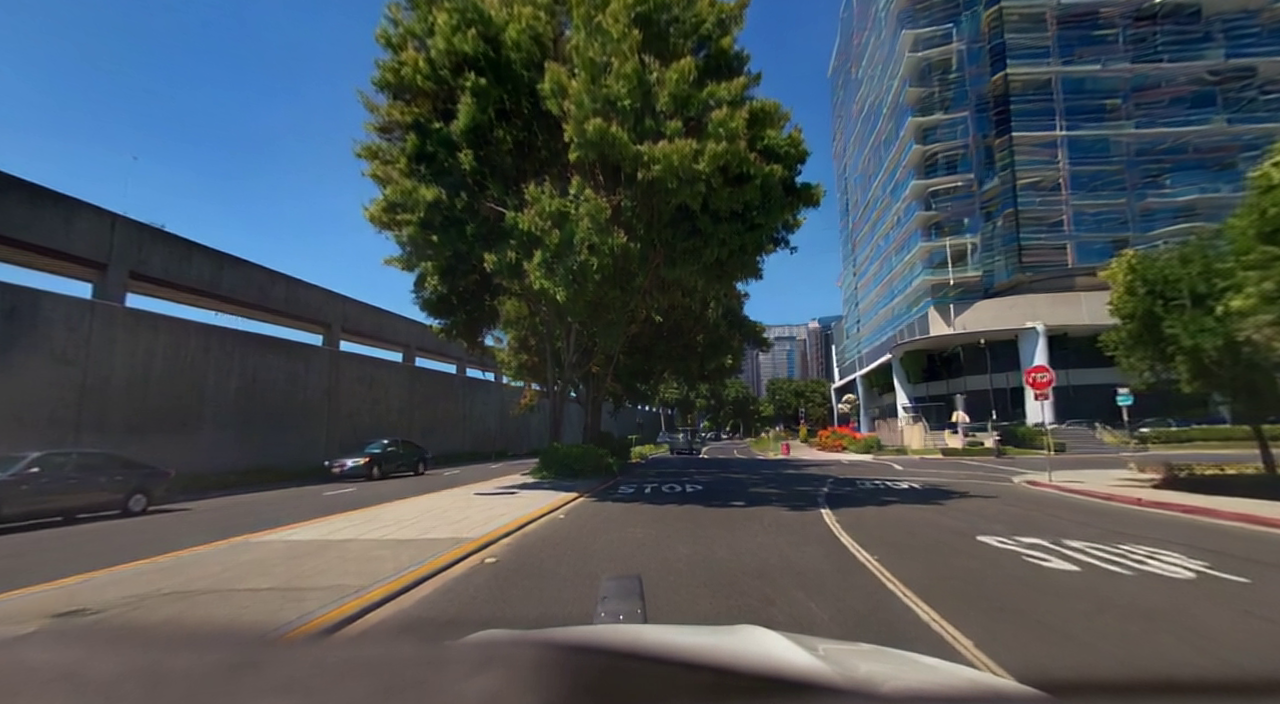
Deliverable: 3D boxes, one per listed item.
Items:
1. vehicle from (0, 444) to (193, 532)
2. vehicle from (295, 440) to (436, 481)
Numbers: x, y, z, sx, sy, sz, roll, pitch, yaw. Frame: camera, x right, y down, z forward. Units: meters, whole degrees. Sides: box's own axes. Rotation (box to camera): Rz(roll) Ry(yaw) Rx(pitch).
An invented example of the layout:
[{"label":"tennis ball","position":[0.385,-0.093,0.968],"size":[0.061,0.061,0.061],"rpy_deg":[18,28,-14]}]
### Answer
[{"label":"vehicle","position":[-11.166,2.420,11.515],"size":[4.421,1.446,2.053],"rpy_deg":[3,-9,-20]},{"label":"vehicle","position":[-10.582,4.152,24.404],"size":[4.694,1.447,2.137],"rpy_deg":[5,-10,-29]}]
